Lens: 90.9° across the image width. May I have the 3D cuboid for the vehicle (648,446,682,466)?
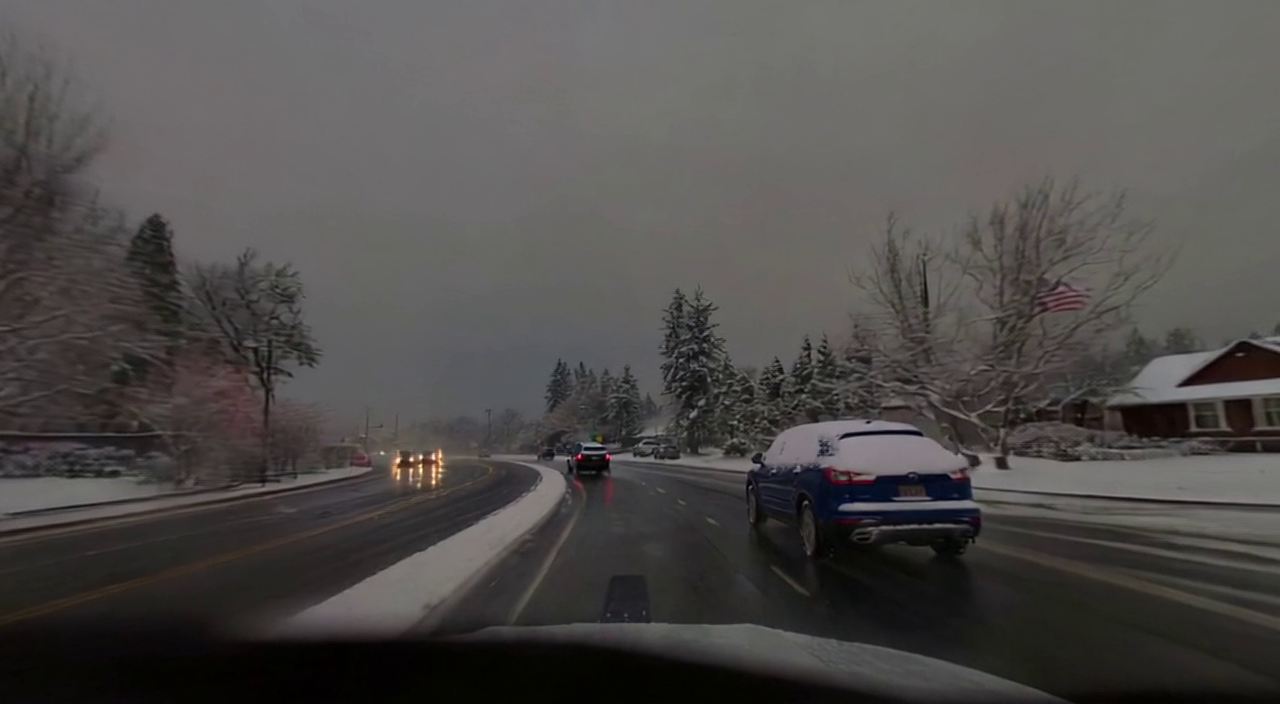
[{"bbox_3d":[1.903,8.133,49.335,1.800,1.511,3.904,2,-9,-12],"label":"vehicle"}]

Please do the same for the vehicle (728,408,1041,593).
[{"bbox_3d":[2.588,1.708,8.173,2.024,1.686,4.588,0,-9,-3],"label":"vehicle"}]

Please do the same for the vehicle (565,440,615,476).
[{"bbox_3d":[-2.828,5.771,34.694,2.185,1.822,4.583,1,-9,-11],"label":"vehicle"}]
